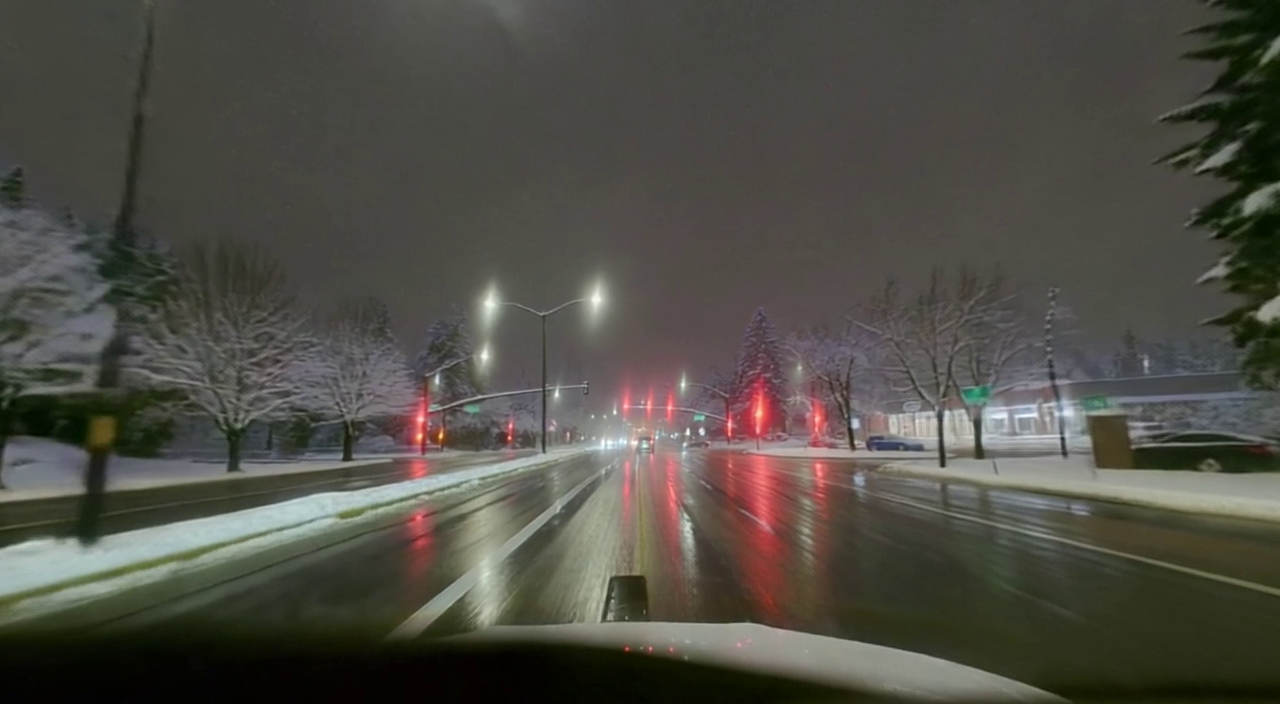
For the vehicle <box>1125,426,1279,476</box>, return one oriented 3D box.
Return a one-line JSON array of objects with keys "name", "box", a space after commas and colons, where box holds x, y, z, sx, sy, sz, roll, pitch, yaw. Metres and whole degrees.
[{"name": "vehicle", "box": [19.158, 3.318, 21.402, 1.842, 1.495, 4.474, -1, -8, 2]}]
